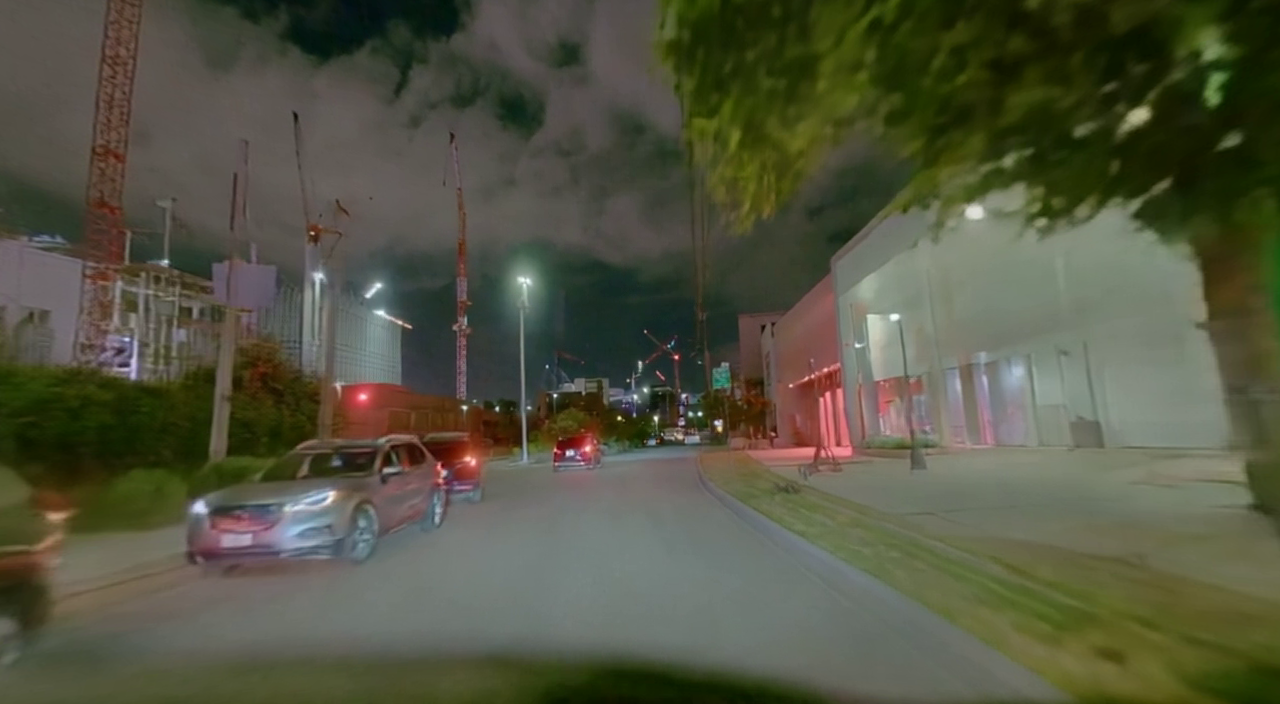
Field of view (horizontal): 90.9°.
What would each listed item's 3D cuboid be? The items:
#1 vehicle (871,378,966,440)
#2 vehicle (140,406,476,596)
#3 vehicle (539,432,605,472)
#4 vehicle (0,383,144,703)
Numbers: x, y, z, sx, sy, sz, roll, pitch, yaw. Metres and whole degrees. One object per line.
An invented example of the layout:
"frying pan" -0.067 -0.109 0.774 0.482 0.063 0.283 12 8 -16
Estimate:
"vehicle" 19.305 4.217 44.493 3.031 3.863 9.734 -1 -8 5
"vehicle" -3.572 1.631 7.915 2.026 1.699 4.224 0 -8 -2
"vehicle" -2.979 4.507 28.705 1.967 1.646 4.192 -1 -8 9
"vehicle" -3.739 0.778 1.338 1.980 1.635 4.153 0 -8 0
